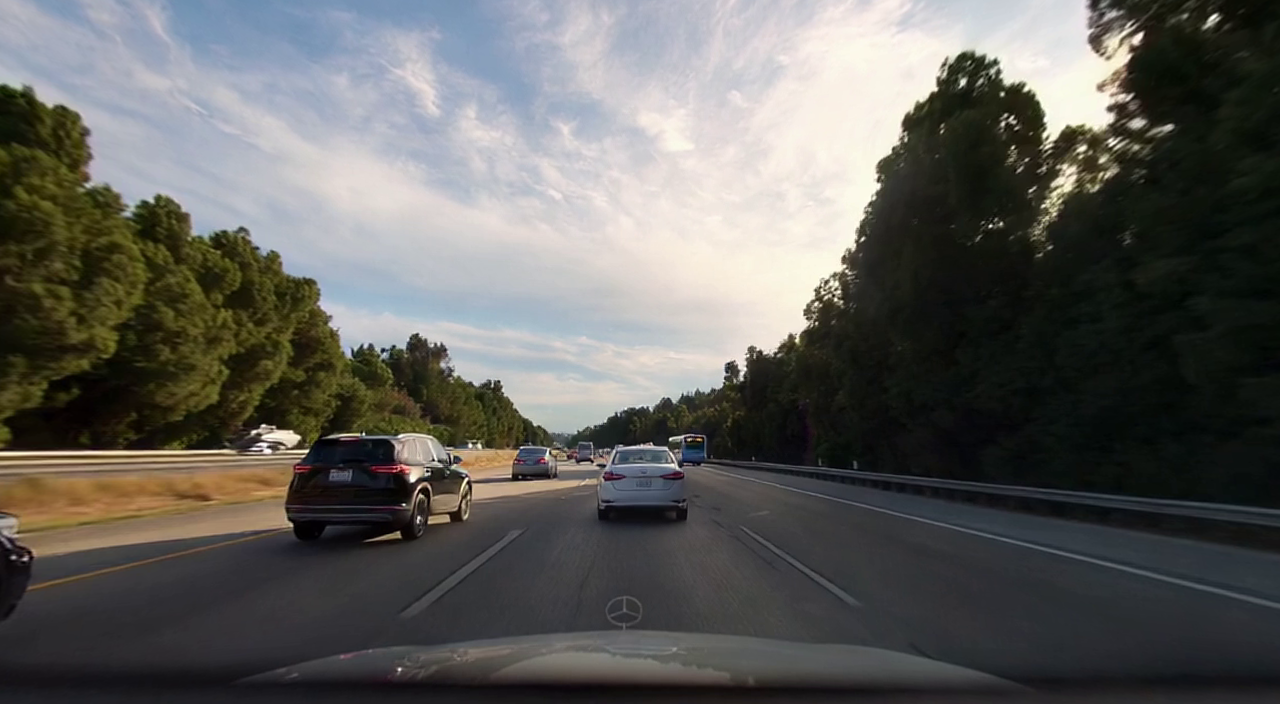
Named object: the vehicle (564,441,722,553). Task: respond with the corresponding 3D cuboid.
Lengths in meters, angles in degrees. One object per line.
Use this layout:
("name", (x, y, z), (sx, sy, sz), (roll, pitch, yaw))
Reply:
("vehicle", (-0.011, 2.294, 10.661), (2.120, 1.478, 4.179), (0, -9, -2))

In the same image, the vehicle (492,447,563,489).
("vehicle", (-4.333, 4.535, 24.940), (2.122, 1.491, 3.800), (0, -9, 0))

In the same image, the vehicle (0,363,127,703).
("vehicle", (-4.203, 0.666, 1.558), (1.919, 1.714, 4.690), (0, -9, -1))

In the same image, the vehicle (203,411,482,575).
("vehicle", (-3.663, 1.808, 8.777), (1.830, 1.703, 4.142), (0, -9, 0))
